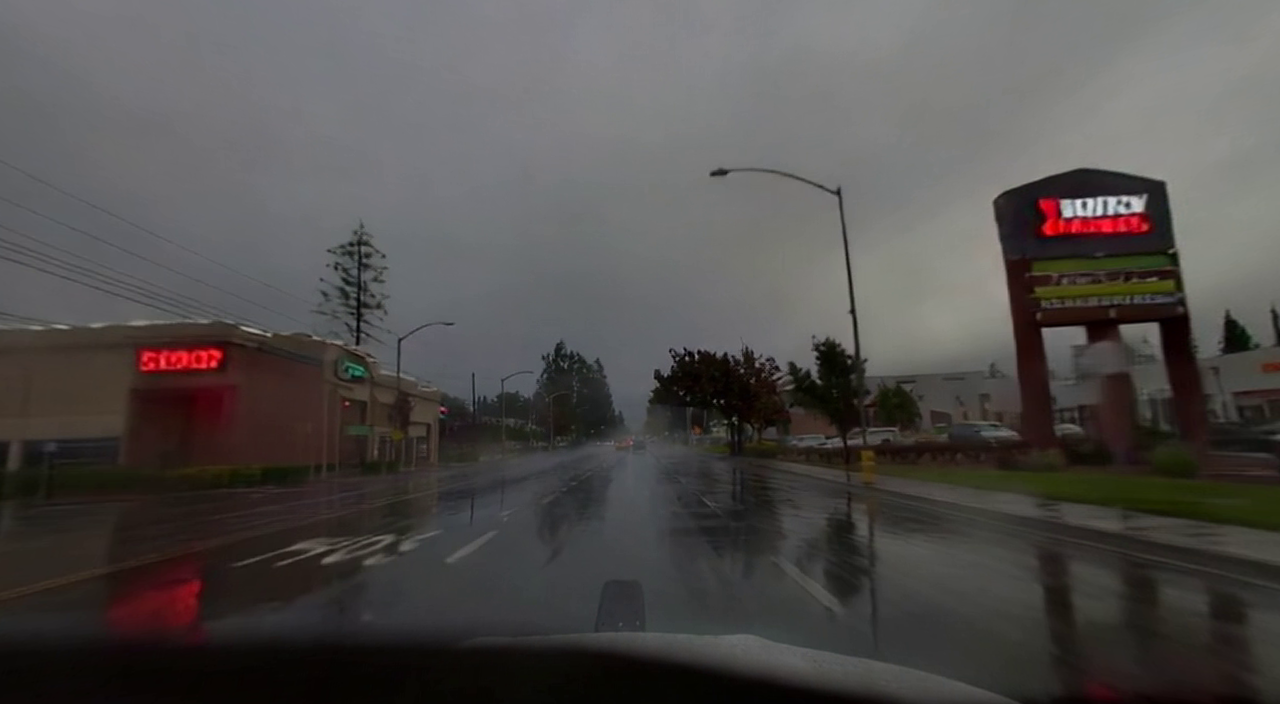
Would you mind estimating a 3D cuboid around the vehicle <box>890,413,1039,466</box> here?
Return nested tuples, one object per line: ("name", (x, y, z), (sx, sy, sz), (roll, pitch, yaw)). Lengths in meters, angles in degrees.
("vehicle", (15.598, 4.226, 30.644), (5.797, 2.052, 2.329), (-4, -8, 1))

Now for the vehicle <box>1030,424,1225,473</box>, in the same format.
("vehicle", (15.977, 3.192, 20.918), (4.634, 1.512, 2.178), (0, -8, -1))
